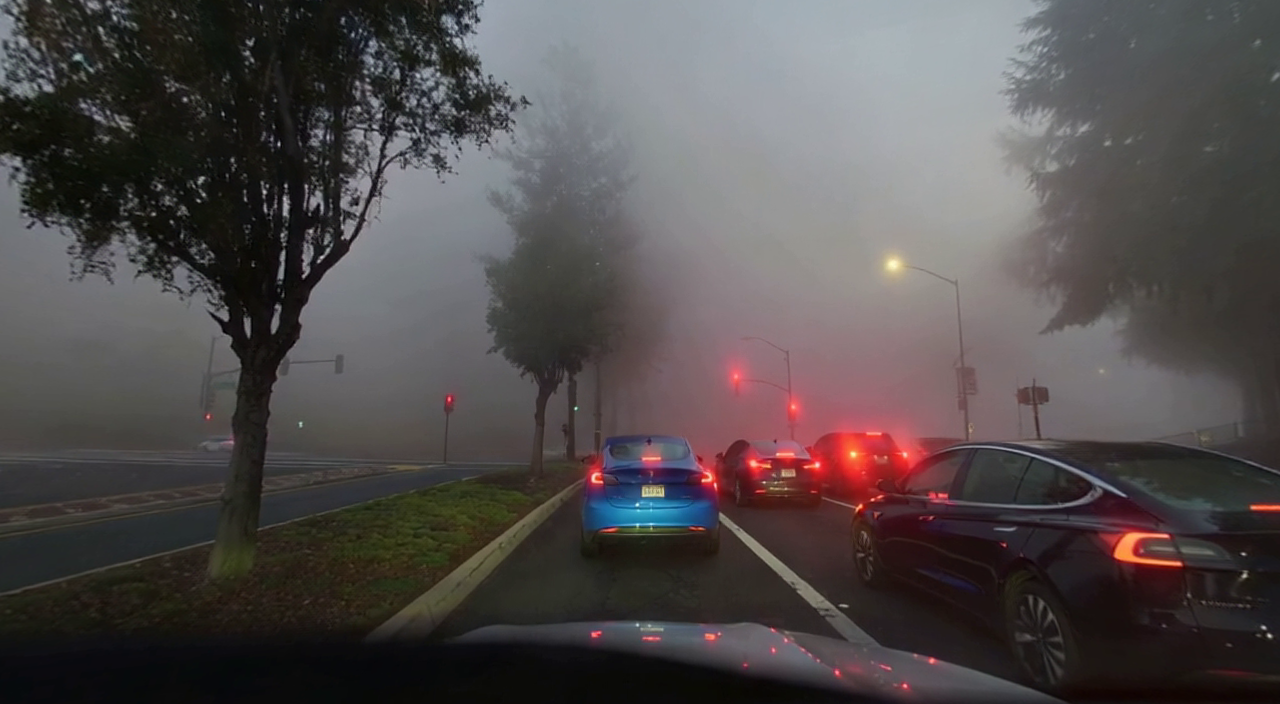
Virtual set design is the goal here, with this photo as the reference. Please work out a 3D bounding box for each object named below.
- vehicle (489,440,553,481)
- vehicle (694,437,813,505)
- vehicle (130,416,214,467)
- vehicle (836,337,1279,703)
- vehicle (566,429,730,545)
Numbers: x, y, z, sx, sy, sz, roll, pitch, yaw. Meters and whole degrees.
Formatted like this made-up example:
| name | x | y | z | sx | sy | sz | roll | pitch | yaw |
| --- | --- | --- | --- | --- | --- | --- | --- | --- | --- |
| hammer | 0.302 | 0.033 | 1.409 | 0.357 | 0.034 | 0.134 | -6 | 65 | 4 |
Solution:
| name | x | y | z | sx | sy | sz | roll | pitch | yaw |
| --- | --- | --- | --- | --- | --- | --- | --- | --- | --- |
| vehicle | -4.653 | 4.286 | 25.249 | 1.972 | 1.457 | 4.171 | 0 | -8 | -4 |
| vehicle | 2.684 | 2.930 | 16.032 | 2.058 | 1.466 | 4.208 | 0 | -8 | -3 |
| vehicle | -29.285 | 5.617 | 39.679 | 2.608 | 2.990 | 3.026 | 2 | -8 | 3 |
| vehicle | 3.181 | 1.104 | 4.299 | 2.167 | 1.676 | 4.443 | 0 | -8 | -1 |
| vehicle | 0.017 | 2.082 | 10.451 | 2.147 | 1.499 | 4.240 | 0 | -8 | -2 |
